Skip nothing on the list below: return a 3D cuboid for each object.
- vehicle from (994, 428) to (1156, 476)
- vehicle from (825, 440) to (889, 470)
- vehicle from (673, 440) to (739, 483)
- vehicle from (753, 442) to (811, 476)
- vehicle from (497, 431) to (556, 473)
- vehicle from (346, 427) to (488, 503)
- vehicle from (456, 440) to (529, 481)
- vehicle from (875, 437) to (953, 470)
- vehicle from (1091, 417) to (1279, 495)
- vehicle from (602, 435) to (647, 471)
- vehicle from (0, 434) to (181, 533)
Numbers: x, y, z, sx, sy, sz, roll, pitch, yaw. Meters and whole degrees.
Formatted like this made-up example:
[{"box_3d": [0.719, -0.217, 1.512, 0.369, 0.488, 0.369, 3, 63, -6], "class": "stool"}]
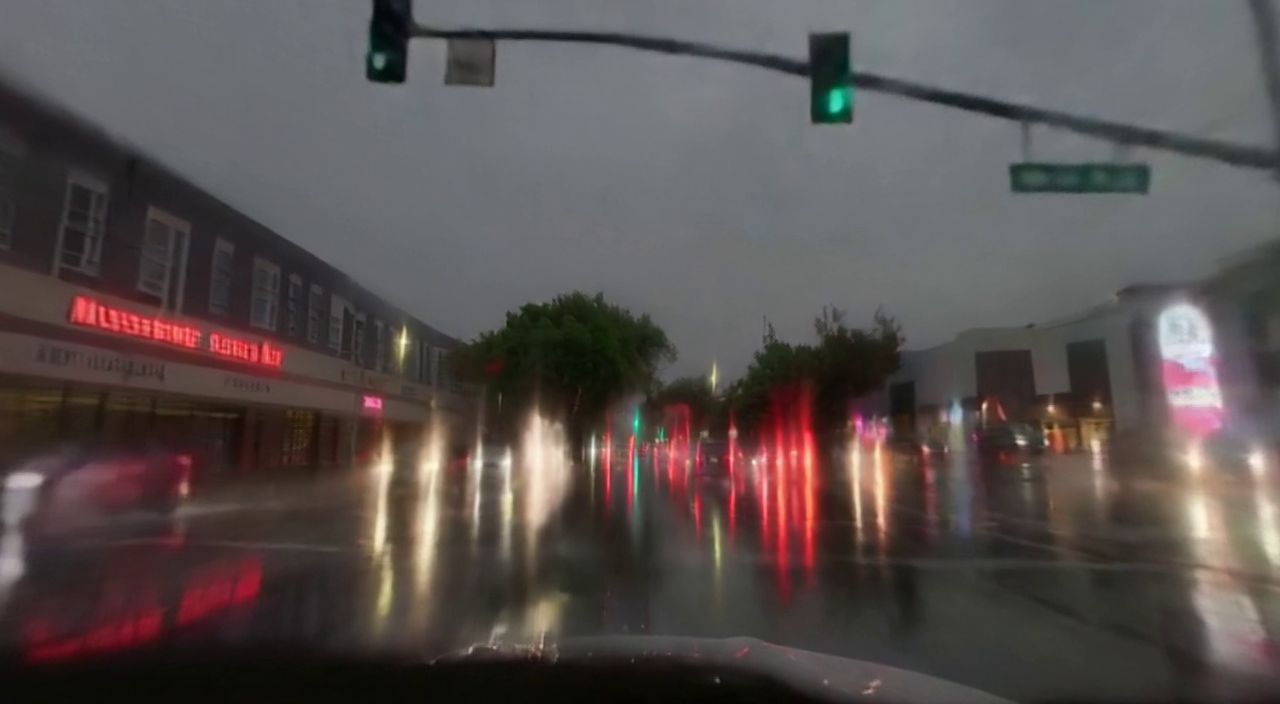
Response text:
[{"box_3d": [16.394, 3.788, 23.952, 4.572, 1.660, 2.091, -1, -9, -1], "class": "vehicle"}, {"box_3d": [12.088, 5.747, 35.481, 2.058, 1.493, 4.612, -1, -8, 2], "class": "vehicle"}, {"box_3d": [2.481, 4.236, 24.694, 2.046, 1.540, 3.883, 0, -8, -2], "class": "vehicle"}, {"box_3d": [7.290, 5.519, 32.846, 1.914, 1.587, 4.548, 0, -8, -1], "class": "vehicle"}, {"box_3d": [-5.817, 5.161, 32.976, 2.240, 1.945, 5.114, -1, -7, -1], "class": "vehicle"}, {"box_3d": [-5.876, 2.997, 17.351, 2.242, 1.740, 4.659, -1, -7, 0], "class": "vehicle"}, {"box_3d": [-5.856, 4.334, 25.529, 1.835, 1.476, 4.533, 1, -8, 0], "class": "vehicle"}, {"box_3d": [15.179, 5.607, 35.259, 2.007, 1.642, 5.001, -1, -8, -1], "class": "vehicle"}, {"box_3d": [14.772, 2.511, 15.617, 5.473, 1.792, 2.167, 0, -6, 1], "class": "vehicle"}, {"box_3d": [-0.815, 5.550, 34.705, 2.301, 1.837, 4.411, 0, -8, -1], "class": "vehicle"}, {"box_3d": [-12.628, 2.691, 13.548, 2.106, 1.779, 4.467, 0, -8, 0], "class": "vehicle"}]
